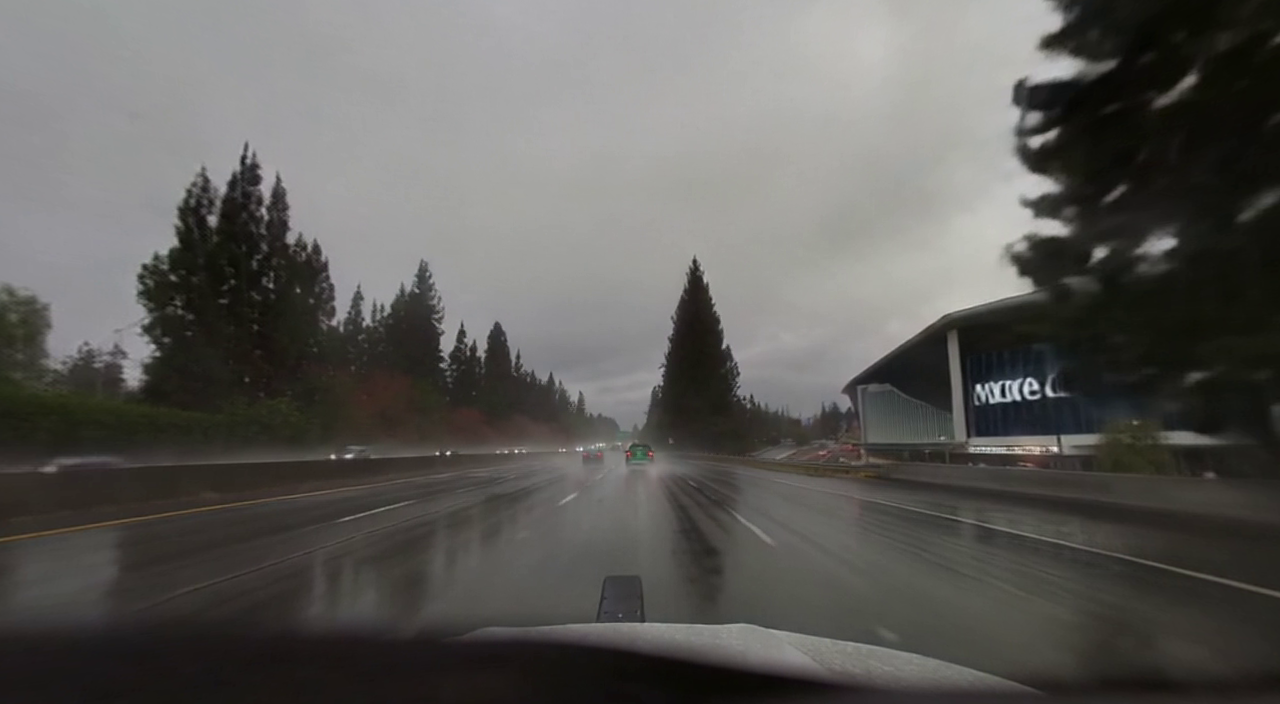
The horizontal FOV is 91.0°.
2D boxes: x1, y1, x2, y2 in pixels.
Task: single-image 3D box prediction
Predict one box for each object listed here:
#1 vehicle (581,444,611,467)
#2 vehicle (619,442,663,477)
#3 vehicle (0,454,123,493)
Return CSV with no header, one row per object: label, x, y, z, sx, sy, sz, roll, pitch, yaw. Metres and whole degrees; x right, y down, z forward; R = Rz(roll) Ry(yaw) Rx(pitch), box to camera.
vehicle,-3.435,8.164,49.790,2.049,1.659,4.183,0,-9,0
vehicle,0.026,5.896,34.786,2.302,1.810,4.707,0,-9,-1
vehicle,-30.031,6.226,32.753,2.054,1.774,4.953,0,-9,0
